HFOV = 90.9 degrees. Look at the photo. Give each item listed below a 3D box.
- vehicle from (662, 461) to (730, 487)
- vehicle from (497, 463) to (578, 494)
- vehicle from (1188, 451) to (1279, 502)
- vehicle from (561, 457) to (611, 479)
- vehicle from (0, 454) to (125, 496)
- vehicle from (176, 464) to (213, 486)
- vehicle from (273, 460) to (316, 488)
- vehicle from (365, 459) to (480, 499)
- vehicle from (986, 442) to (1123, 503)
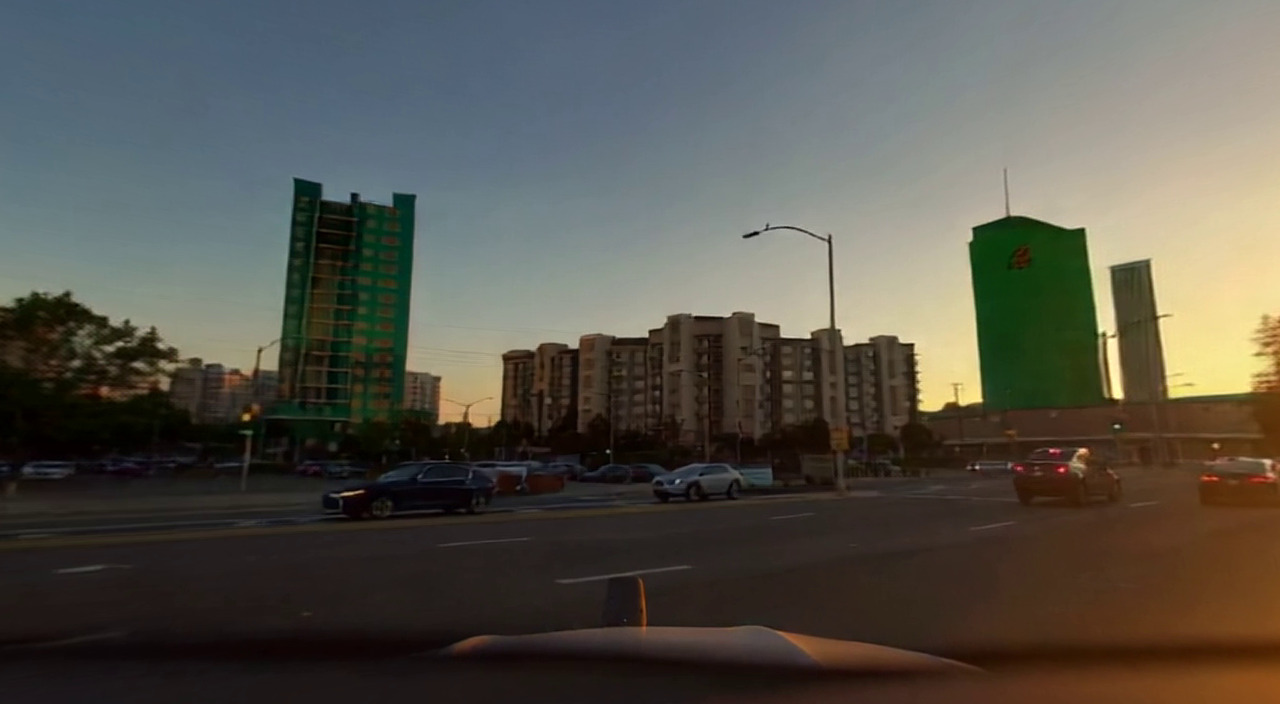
[{"bbox_3d":[3.908,8.467,43.826,4.604,1.600,1.875,7,-11,-37],"label":"vehicle"},{"bbox_3d":[-5.846,7.211,36.272,4.215,1.575,1.884,7,-11,-38],"label":"vehicle"},{"bbox_3d":[19.854,3.932,20.310,4.710,1.444,2.041,6,-11,-34],"label":"vehicle"},{"bbox_3d":[-4.138,8.762,47.784,2.133,1.494,4.108,5,-10,-32],"label":"vehicle"},{"bbox_3d":[-29.569,6.181,31.934,4.920,1.956,1.865,2,-9,-12],"label":"vehicle"},{"bbox_3d":[-33.520,9.261,47.522,1.985,1.453,4.100,5,-10,-32],"label":"vehicle"},{"bbox_3d":[-20.389,7.128,37.084,1.845,1.509,3.855,5,-10,-32],"label":"vehicle"},{"bbox_3d":[-11.065,6.431,32.266,5.127,1.803,2.011,6,-11,-35],"label":"vehicle"},{"bbox_3d":[13.001,3.691,19.690,4.284,1.692,2.031,6,-11,-35],"label":"vehicle"}]
